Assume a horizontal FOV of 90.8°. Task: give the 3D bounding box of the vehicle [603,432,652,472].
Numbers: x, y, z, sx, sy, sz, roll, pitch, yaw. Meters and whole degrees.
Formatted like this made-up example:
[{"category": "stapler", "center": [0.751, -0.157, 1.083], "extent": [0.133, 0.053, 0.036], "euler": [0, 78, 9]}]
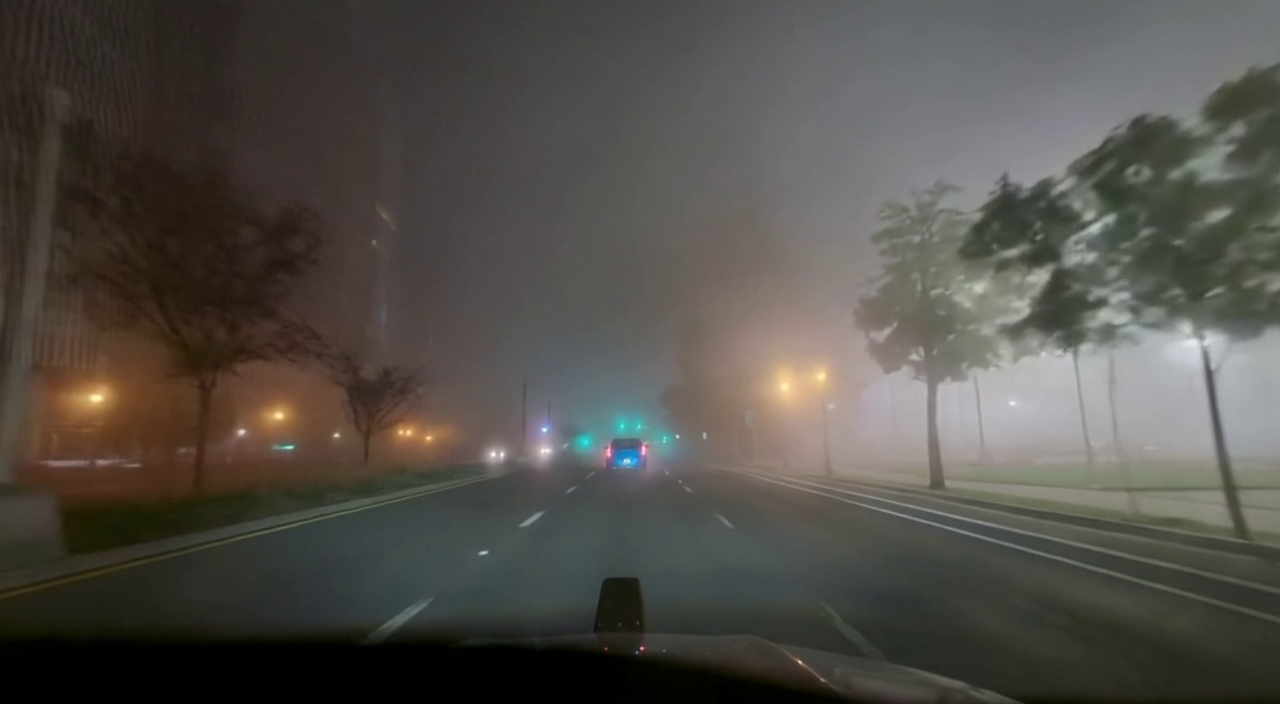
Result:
[{"category": "vehicle", "center": [-0.614, 5.027, 32.024], "extent": [2.313, 1.860, 4.319], "euler": [0, -8, 0]}]
